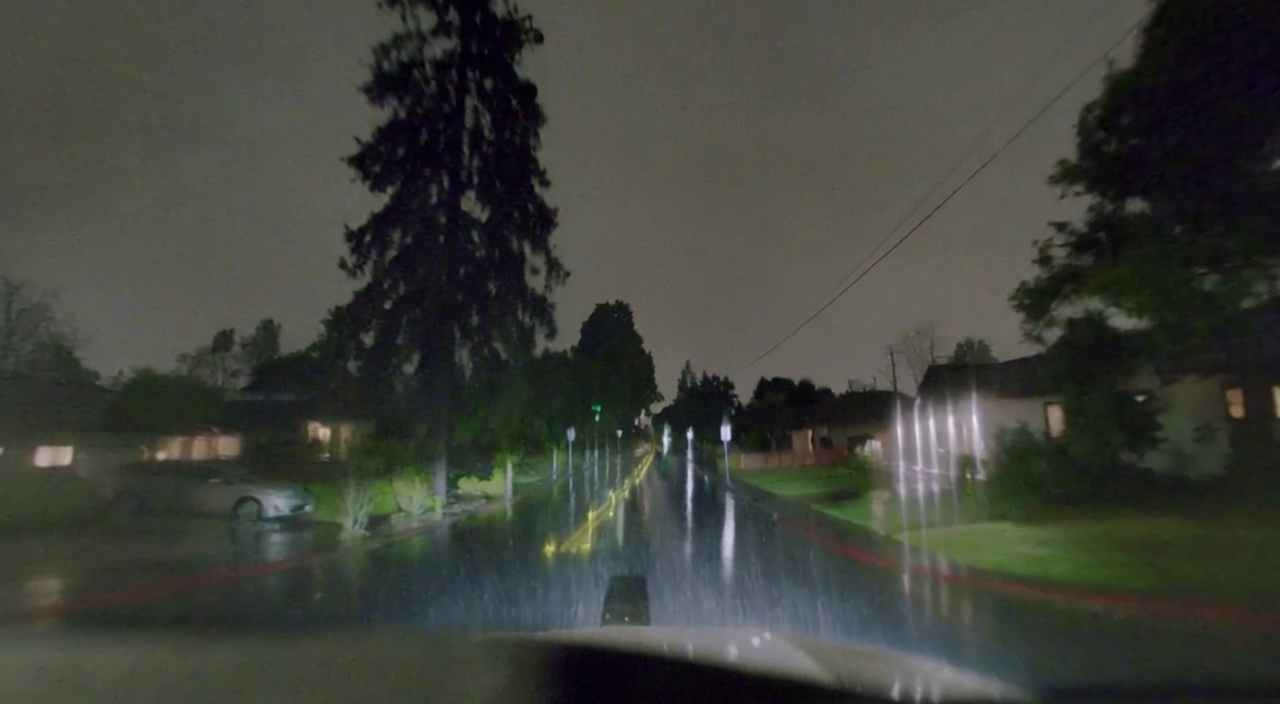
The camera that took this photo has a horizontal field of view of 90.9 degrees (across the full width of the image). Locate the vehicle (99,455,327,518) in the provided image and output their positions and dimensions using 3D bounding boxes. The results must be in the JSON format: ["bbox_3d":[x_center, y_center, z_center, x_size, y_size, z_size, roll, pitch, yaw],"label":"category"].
[{"bbox_3d":[-11.113,3.483,16.628,4.659,1.464,1.930,0,-8,4],"label":"vehicle"}]
